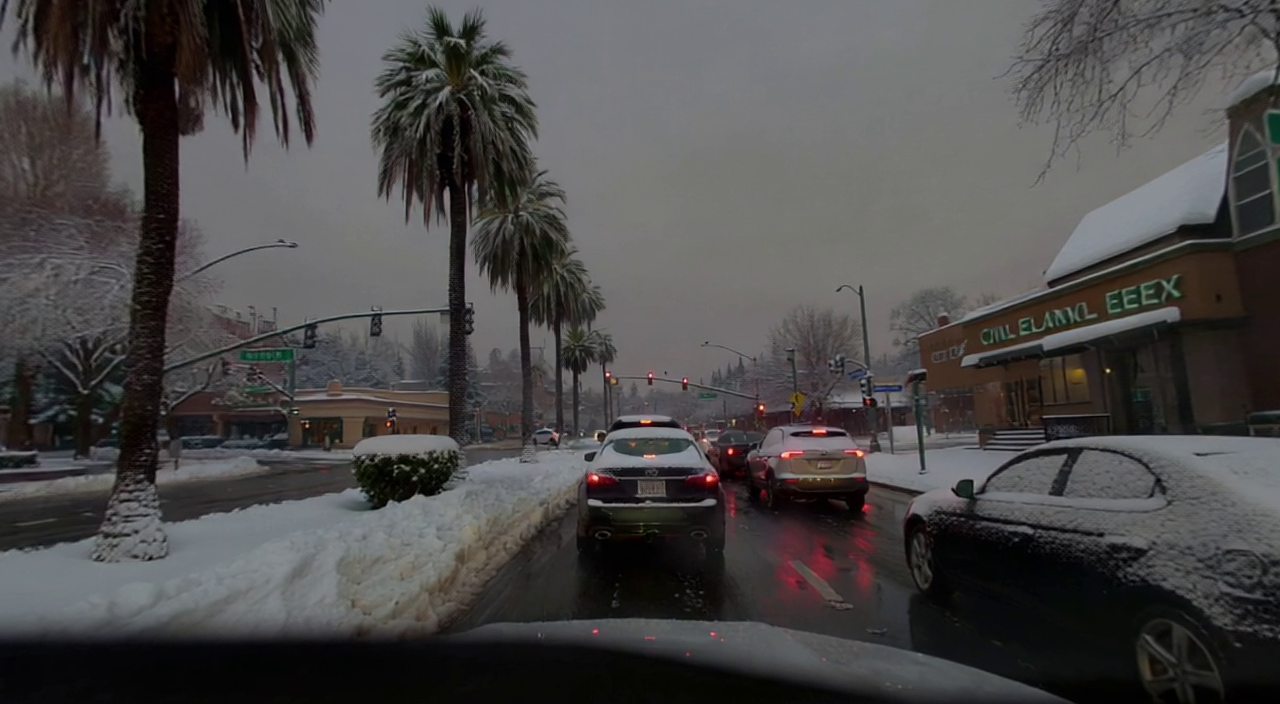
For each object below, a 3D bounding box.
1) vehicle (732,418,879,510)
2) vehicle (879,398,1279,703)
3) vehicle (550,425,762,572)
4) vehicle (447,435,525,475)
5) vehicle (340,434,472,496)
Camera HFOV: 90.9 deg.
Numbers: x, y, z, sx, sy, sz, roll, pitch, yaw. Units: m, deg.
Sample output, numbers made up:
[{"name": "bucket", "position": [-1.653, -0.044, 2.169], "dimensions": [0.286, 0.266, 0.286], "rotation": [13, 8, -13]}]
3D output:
[{"name": "vehicle", "position": [3.501, 2.470, 14.300], "dimensions": [2.169, 1.751, 4.276], "rotation": [0, -8, 0]}, {"name": "vehicle", "position": [3.542, 1.223, 4.470], "dimensions": [1.910, 1.490, 4.661], "rotation": [0, -8, 1]}, {"name": "vehicle", "position": [0.179, 1.785, 8.453], "dimensions": [2.140, 1.474, 4.026], "rotation": [0, -8, 1]}, {"name": "vehicle", "position": [-6.033, 4.089, 25.211], "dimensions": [1.822, 1.456, 4.396], "rotation": [-1, -8, 2]}, {"name": "vehicle", "position": [-6.246, 3.048, 17.390], "dimensions": [1.900, 1.487, 4.165], "rotation": [0, -8, 2]}]
